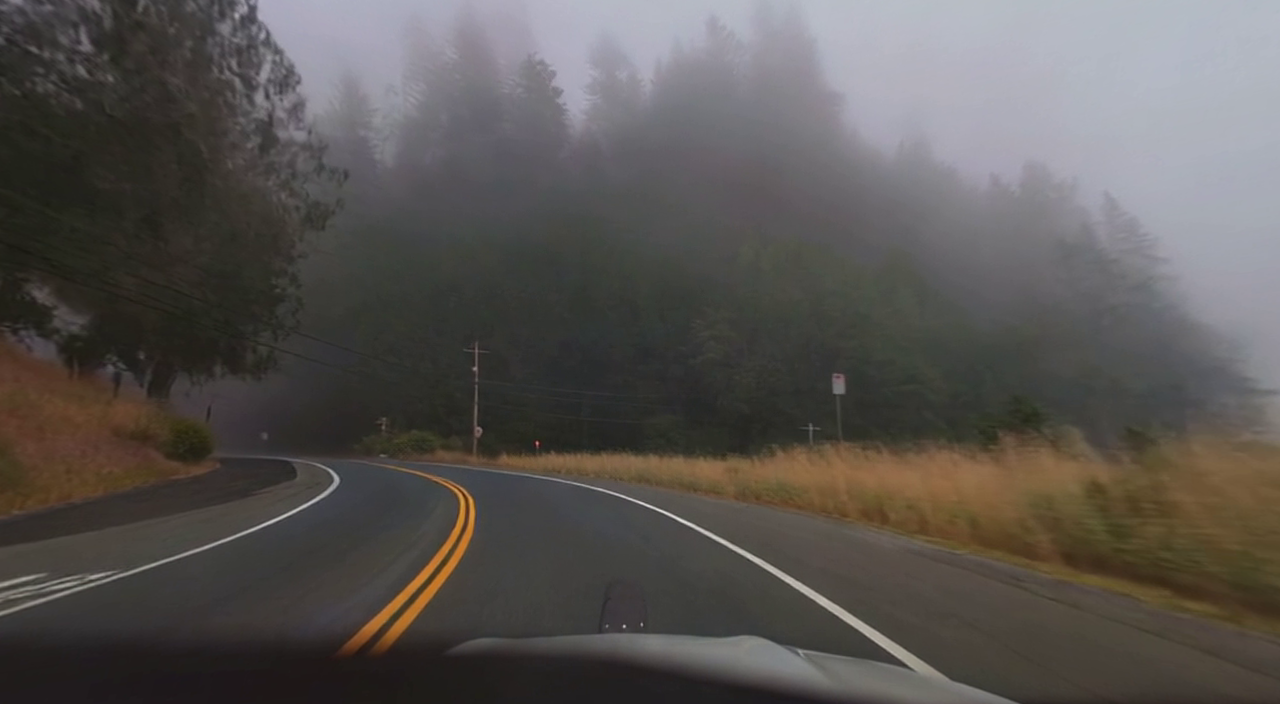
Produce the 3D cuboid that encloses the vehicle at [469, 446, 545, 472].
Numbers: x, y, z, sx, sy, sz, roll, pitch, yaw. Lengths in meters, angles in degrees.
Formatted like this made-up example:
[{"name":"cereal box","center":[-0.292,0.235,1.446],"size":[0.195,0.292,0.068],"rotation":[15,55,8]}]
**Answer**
[{"name":"vehicle","center":[-9.060,7.298,43.211],"size":[4.612,1.612,2.042],"rotation":[7,-11,-41]}]
